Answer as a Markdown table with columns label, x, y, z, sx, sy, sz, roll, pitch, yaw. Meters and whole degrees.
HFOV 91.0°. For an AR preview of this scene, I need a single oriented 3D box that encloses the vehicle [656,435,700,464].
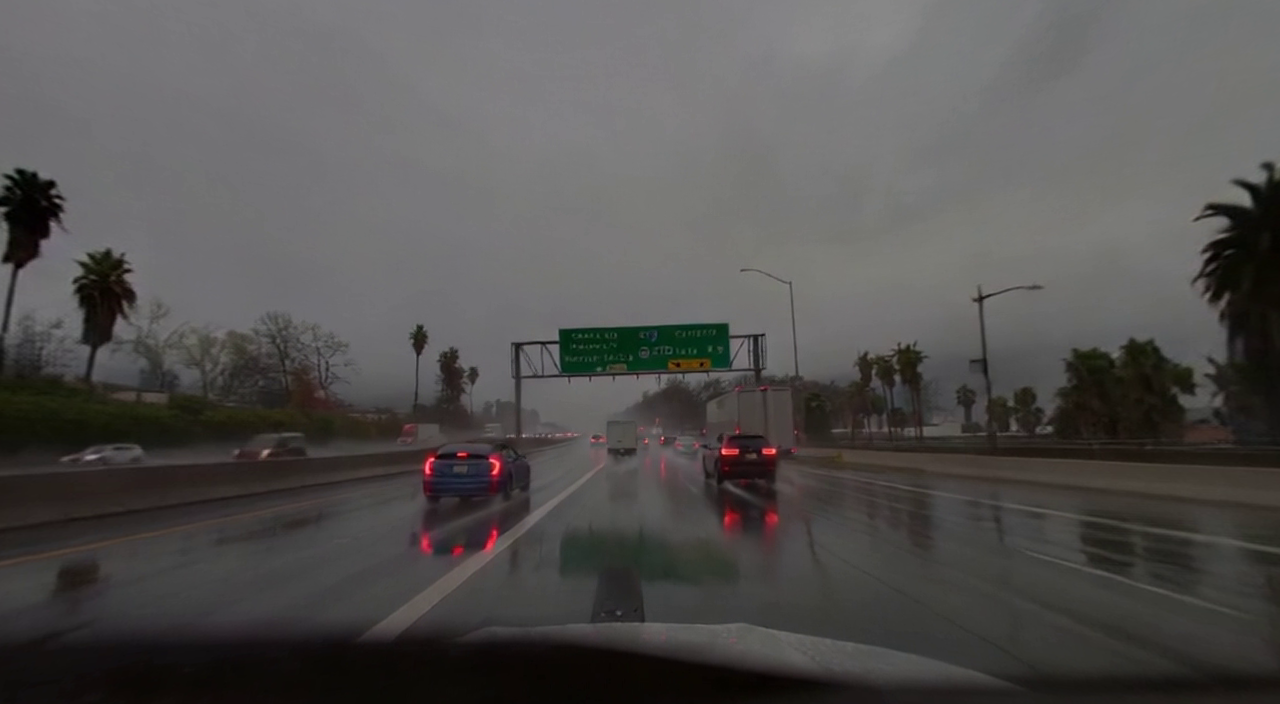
| label | x | y | z | sx | sy | sz | roll | pitch | yaw |
| --- | --- | --- | --- | --- | --- | --- | --- | --- | --- |
| vehicle | 2.492 | 6.625 | 42.965 | 2.476 | 1.843 | 5.652 | 0 | -8 | -1 |

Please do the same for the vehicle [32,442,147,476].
| label | x | y | z | sx | sy | sz | roll | pitch | yaw |
| --- | --- | --- | --- | --- | --- | --- | --- | --- | --- |
| vehicle | -30.434 | 5.887 | 35.053 | 2.150 | 1.728 | 4.872 | 0 | -8 | -3 |

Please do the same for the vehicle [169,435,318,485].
| label | x | y | z | sx | sy | sz | roll | pitch | yaw |
| --- | --- | --- | --- | --- | --- | --- | --- | --- | --- |
| vehicle | -15.686 | 4.290 | 25.452 | 2.476 | 1.741 | 5.764 | 0 | -8 | -3 |

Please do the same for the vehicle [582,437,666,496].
| label | x | y | z | sx | sy | sz | roll | pitch | yaw |
| --- | --- | --- | --- | --- | --- | --- | --- | --- | --- |
| vehicle | -0.437 | 3.194 | 18.004 | 2.136 | 1.470 | 3.971 | 0 | -8 | -1 |

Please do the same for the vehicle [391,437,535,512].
| label | x | y | z | sx | sy | sz | roll | pitch | yaw |
| --- | --- | --- | --- | --- | --- | --- | --- | --- | --- |
| vehicle | -3.784 | 2.684 | 14.385 | 1.998 | 1.423 | 4.436 | 0 | -8 | 0 |

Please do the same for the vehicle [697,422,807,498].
| label | x | y | z | sx | sy | sz | roll | pitch | yaw |
| --- | --- | --- | --- | --- | --- | --- | --- | --- | --- |
| vehicle | 3.011 | 3.042 | 18.075 | 2.173 | 1.870 | 4.499 | 0 | -8 | -2 |
